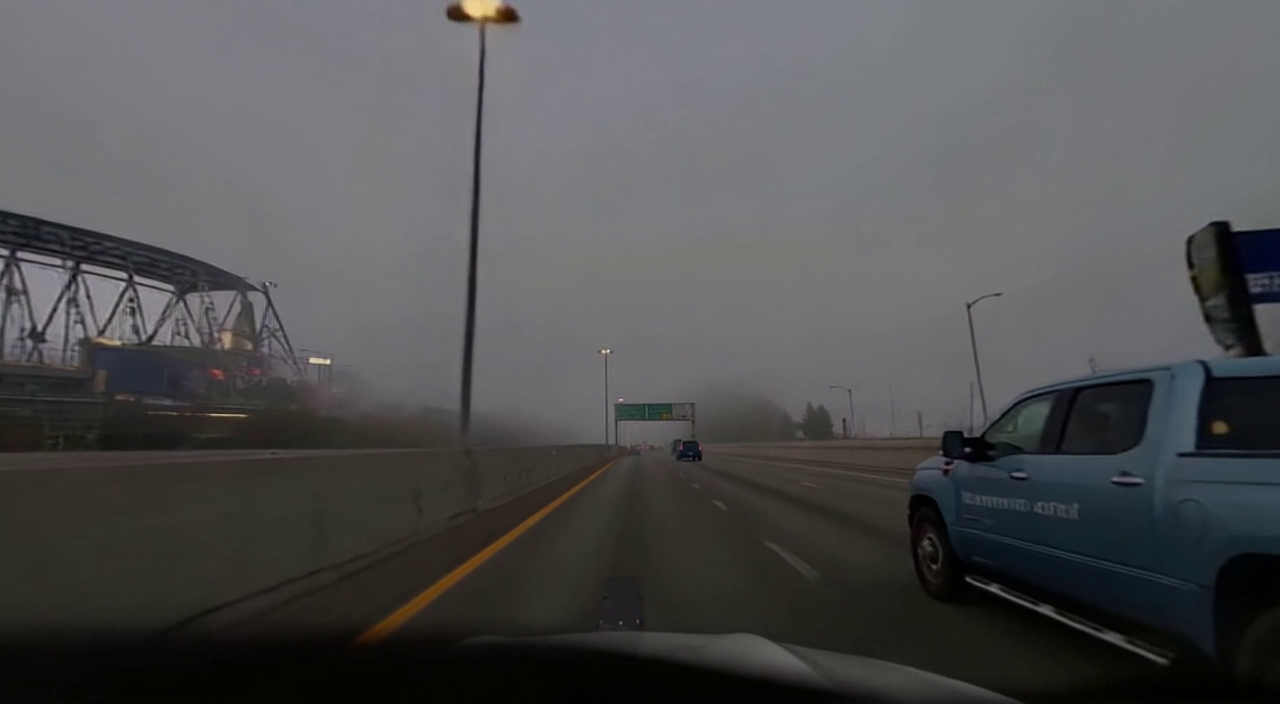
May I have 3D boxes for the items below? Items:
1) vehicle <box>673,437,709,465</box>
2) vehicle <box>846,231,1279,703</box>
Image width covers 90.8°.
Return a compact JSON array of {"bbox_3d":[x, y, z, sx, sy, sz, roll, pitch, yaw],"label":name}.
[{"bbox_3d":[3.321,6.603,42.147,1.973,1.774,4.092,0,-9,-1],"label":"vehicle"},{"bbox_3d":[3.073,0.843,3.377,2.199,2.002,4.970,0,-8,0],"label":"vehicle"}]
